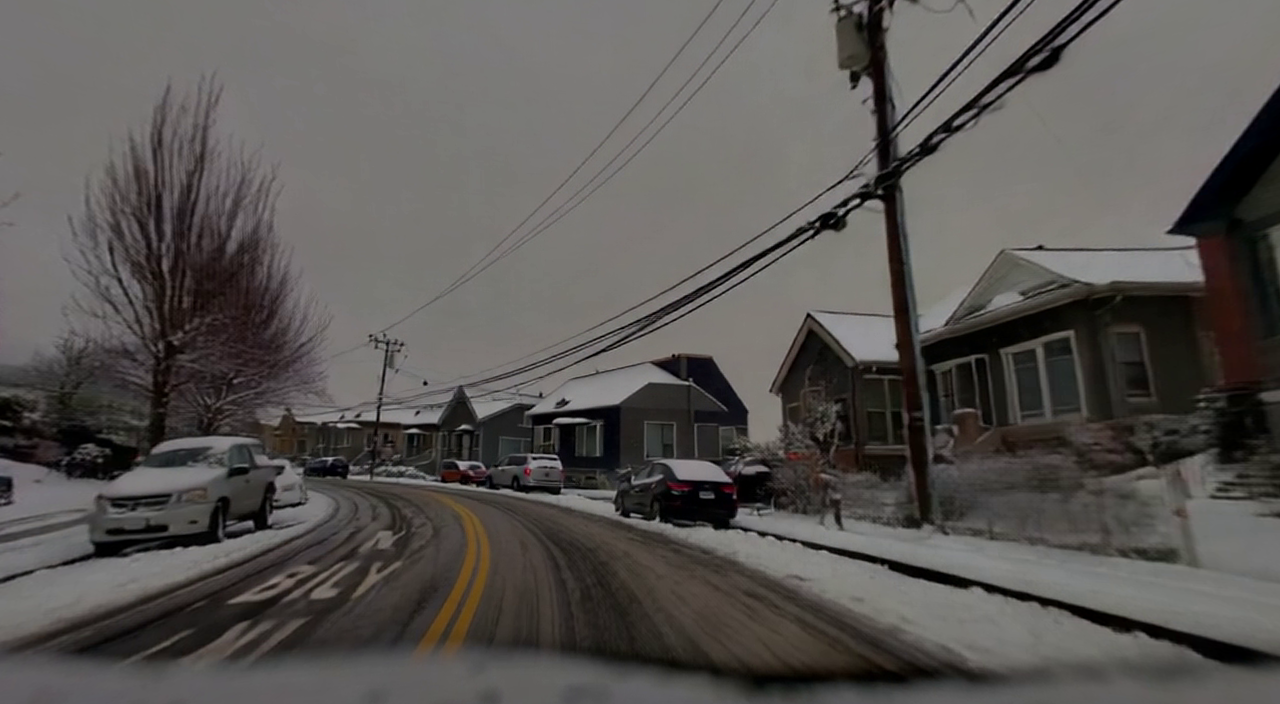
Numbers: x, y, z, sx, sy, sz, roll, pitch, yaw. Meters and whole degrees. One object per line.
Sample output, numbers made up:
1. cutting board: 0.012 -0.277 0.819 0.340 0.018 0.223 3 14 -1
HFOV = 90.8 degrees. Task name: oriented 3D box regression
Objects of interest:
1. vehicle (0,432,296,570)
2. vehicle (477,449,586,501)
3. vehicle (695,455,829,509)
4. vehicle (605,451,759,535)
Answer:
1. vehicle: -8.352 2.556 11.580 2.378 1.840 5.389 2 -11 -16
2. vehicle: -4.763 5.182 27.032 2.449 1.869 5.504 10 -13 -32
3. vehicle: 4.196 4.370 21.682 4.163 1.586 2.023 5 -10 -29
4. vehicle: 0.778 3.191 14.848 1.923 1.531 4.568 7 -10 -18
